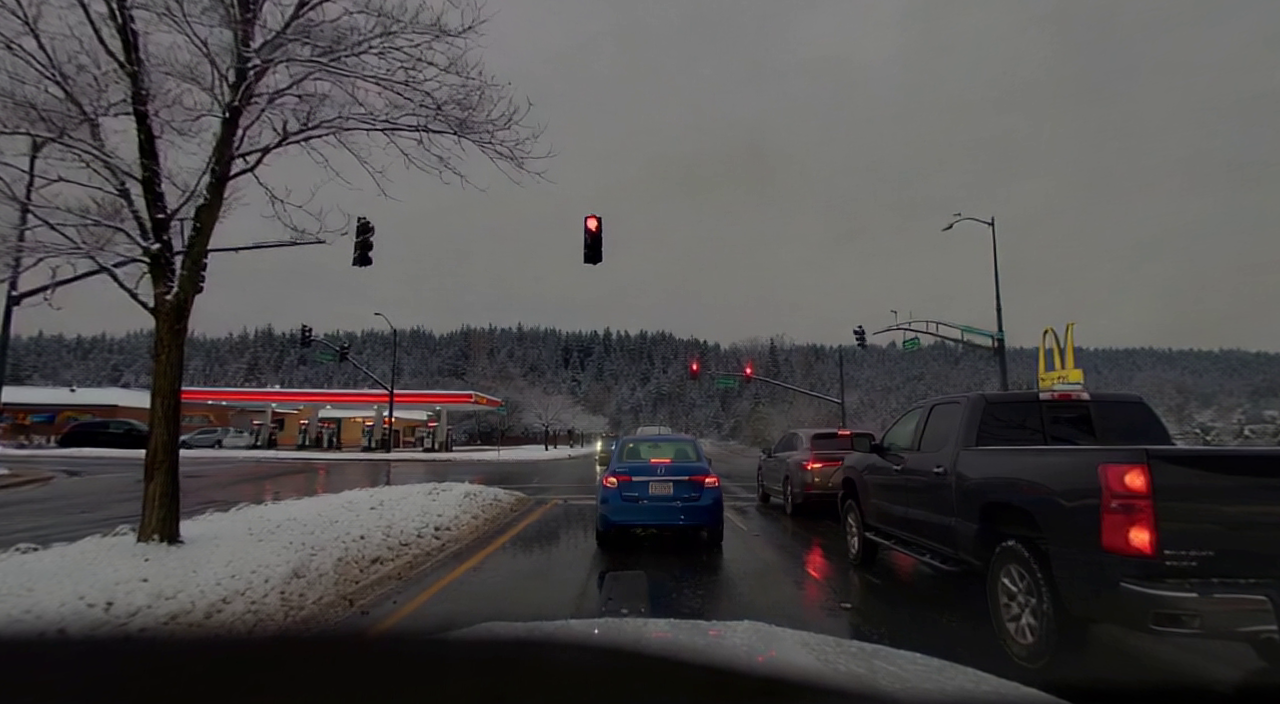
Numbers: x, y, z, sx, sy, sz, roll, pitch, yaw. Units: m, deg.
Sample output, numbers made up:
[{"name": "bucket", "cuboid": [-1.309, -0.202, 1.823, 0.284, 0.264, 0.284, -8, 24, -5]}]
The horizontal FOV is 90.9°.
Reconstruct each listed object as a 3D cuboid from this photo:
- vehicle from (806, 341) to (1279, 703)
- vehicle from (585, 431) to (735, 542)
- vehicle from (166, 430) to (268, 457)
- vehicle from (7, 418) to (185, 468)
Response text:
[{"name": "vehicle", "cuboid": [3.561, 1.318, 6.094, 2.277, 1.871, 6.143, 0, -8, 0]}, {"name": "vehicle", "cuboid": [0.260, 2.114, 10.536, 2.027, 1.494, 3.824, 0, -8, 0]}, {"name": "vehicle", "cuboid": [-23.094, 5.033, 34.494, 4.326, 1.420, 1.798, -1, -8, 4]}, {"name": "vehicle", "cuboid": [-19.925, 3.364, 23.248, 4.742, 1.720, 2.107, -1, -8, 5]}]
